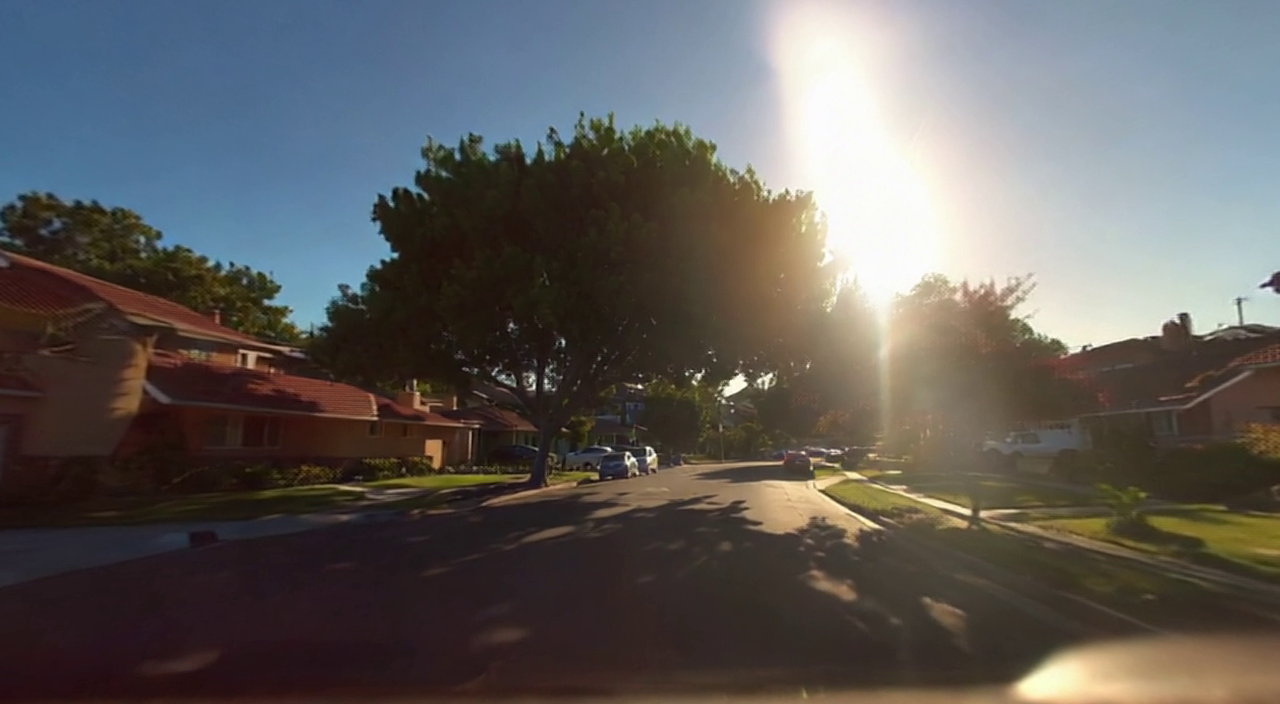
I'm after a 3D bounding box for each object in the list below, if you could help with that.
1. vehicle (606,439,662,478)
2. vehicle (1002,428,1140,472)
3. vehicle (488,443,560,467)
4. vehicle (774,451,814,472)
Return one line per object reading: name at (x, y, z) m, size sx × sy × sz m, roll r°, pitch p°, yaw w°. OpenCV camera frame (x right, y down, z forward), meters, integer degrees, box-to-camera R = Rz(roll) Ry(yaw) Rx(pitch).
vehicle at (-0.203, 5.585, 33.577) m, size 2.215 × 1.859 × 4.765 m, roll -1°, pitch -8°, yaw 9°
vehicle at (17.711, 4.032, 26.083) m, size 4.384 × 1.688 × 1.956 m, roll 1°, pitch -8°, yaw -6°
vehicle at (-7.492, 6.596, 40.727) m, size 4.376 × 1.458 × 2.046 m, roll 2°, pitch -8°, yaw -12°
vehicle at (11.499, 8.200, 47.475) m, size 1.984 × 1.437 × 4.726 m, roll 0°, pitch -9°, yaw 2°
